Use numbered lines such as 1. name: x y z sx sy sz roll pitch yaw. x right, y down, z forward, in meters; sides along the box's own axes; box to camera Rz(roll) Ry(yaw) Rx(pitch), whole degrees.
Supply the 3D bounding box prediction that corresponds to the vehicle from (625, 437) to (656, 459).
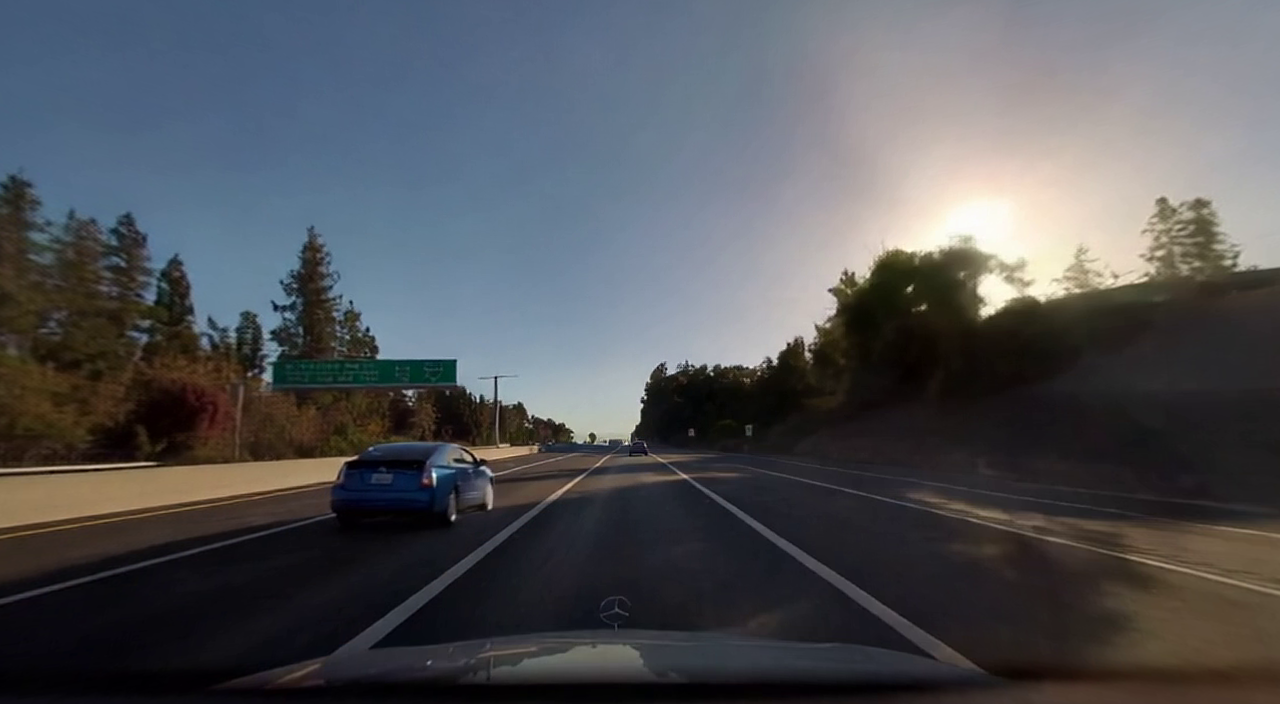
1. vehicle: -0.020 6.478 42.591 2.028 1.440 3.690 0 -8 -1
